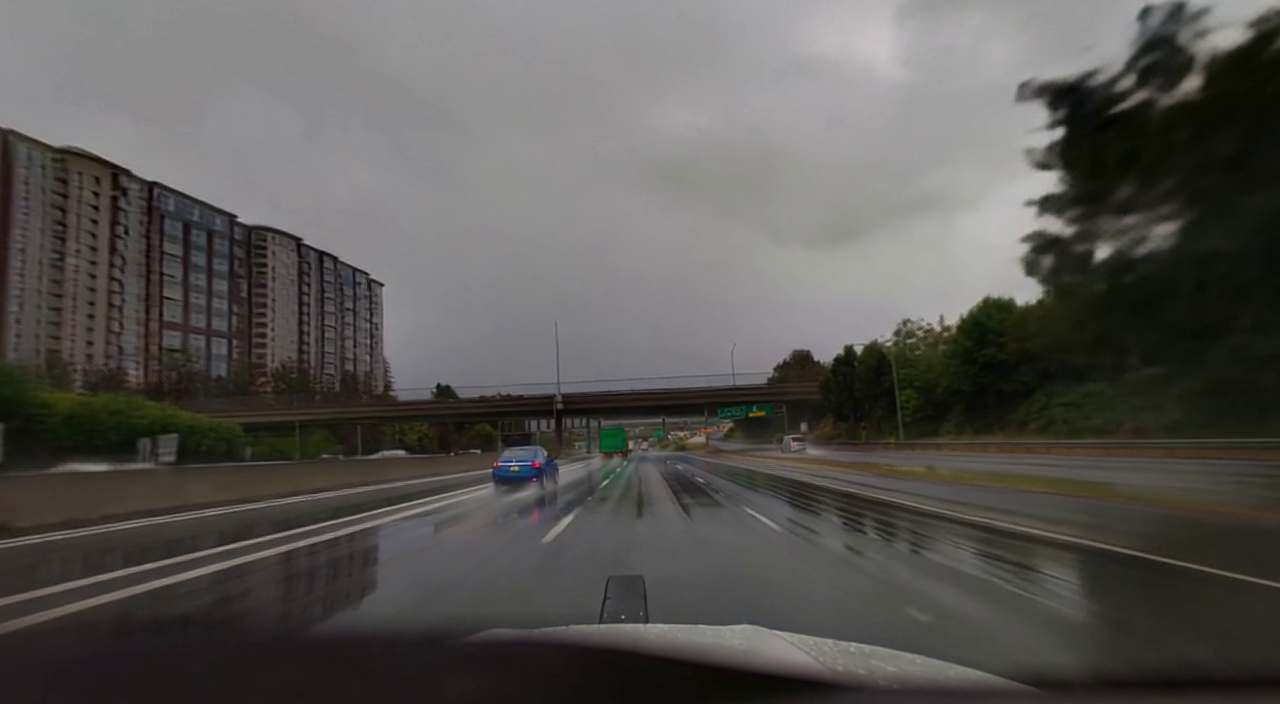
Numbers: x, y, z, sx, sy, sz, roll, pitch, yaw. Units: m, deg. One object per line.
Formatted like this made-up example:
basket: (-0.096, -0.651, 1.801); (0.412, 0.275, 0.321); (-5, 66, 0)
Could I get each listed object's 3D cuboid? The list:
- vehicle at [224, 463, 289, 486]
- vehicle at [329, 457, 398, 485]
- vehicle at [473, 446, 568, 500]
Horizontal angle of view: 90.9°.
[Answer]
vehicle: (-27.917, 8.900, 46.096); (1.807, 1.465, 4.595); (0, -9, 1)
vehicle: (-15.868, 6.830, 36.490); (1.874, 1.450, 4.686); (0, -9, 0)
vehicle: (-3.596, 3.731, 19.824); (2.039, 1.478, 4.483); (0, -9, 1)
